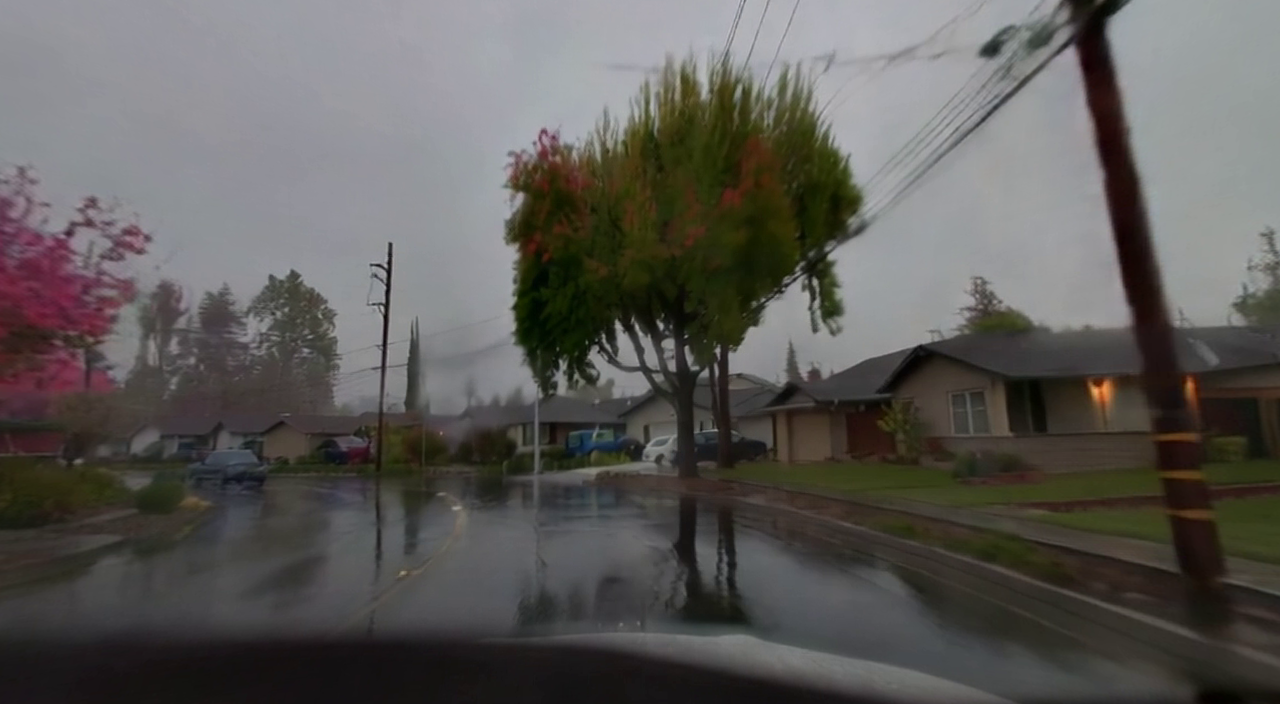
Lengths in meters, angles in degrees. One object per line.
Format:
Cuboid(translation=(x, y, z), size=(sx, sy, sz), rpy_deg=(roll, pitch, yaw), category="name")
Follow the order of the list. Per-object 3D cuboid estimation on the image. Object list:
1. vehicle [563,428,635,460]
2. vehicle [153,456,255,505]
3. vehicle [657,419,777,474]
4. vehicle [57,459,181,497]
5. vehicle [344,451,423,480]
Cuboid(translation=(-2.423, 5.625, 38.648), size=(2.043, 1.819, 4.476), rpy_deg=(-6, -11, 34), category="vehicle")
Cuboid(translation=(-16.785, 4.860, 24.288), size=(3.897, 1.493, 1.942), rpy_deg=(-5, -7, 35), category="vehicle")
Cuboid(translation=(3.201, 3.880, 26.151), size=(4.459, 1.738, 1.930), rpy_deg=(-2, -7, -27), category="vehicle")
Cuboid(translation=(-22.973, 5.547, 27.894), size=(4.348, 1.440, 2.040), rpy_deg=(-4, -9, 17), category="vehicle")
Cuboid(translation=(-13.934, 6.113, 34.299), size=(4.019, 1.484, 1.978), rpy_deg=(-6, -11, 34), category="vehicle")
